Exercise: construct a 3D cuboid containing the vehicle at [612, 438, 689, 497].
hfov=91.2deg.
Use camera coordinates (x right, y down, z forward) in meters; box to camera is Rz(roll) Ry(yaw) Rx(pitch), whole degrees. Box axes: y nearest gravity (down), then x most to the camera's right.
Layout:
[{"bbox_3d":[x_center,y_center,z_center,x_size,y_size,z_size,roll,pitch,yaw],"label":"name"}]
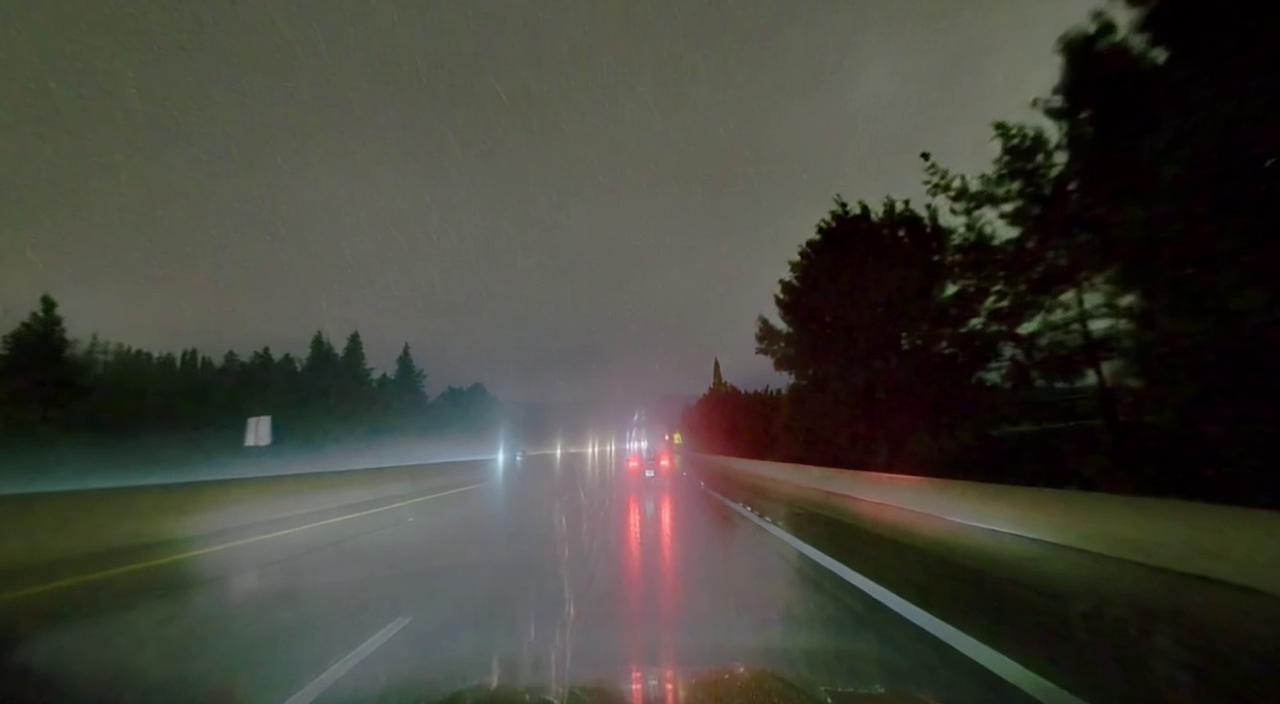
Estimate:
[{"bbox_3d":[0.187,3.400,18.825,2.021,1.533,4.014,0,-9,-3],"label":"vehicle"}]
